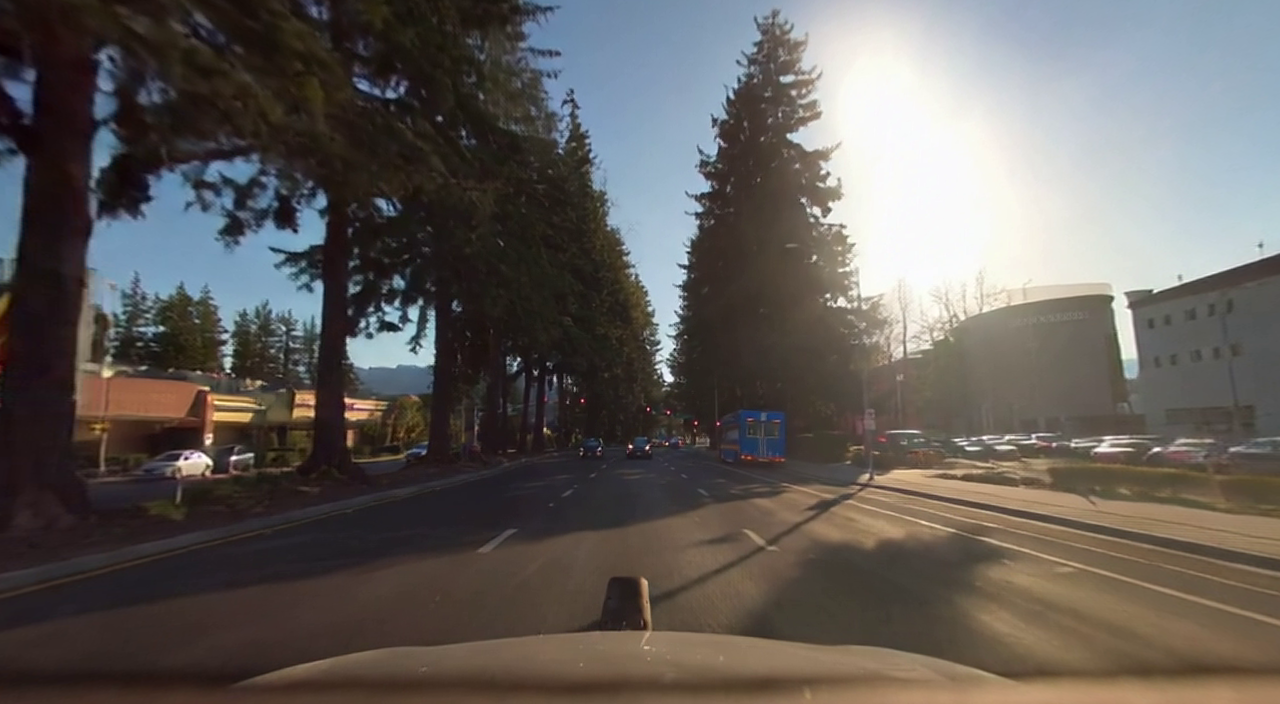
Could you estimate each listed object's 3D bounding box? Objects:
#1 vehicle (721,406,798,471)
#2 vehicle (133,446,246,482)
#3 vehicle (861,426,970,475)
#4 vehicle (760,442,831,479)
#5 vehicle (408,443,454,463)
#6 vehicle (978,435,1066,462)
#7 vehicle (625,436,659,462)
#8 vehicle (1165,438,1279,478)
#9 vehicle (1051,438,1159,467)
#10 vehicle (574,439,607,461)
[{"bbox_3d":[6.759,5.123,37.005,2.891,3.361,7.843,0,-9,0],"label":"vehicle"},{"bbox_3d":[-22.796,5.664,32.214,1.936,1.654,4.857,-1,-9,4],"label":"vehicle"},{"bbox_3d":[13.694,4.870,31.222,5.354,2.214,2.504,6,-11,-37],"label":"vehicle"},{"bbox_3d":[6.697,4.724,27.700,1.980,1.473,4.537,0,-9,0],"label":"vehicle"},{"bbox_3d":[-15.592,7.557,47.271,1.836,1.464,4.440,-1,-9,2],"label":"vehicle"},{"bbox_3d":[29.410,7.491,48.752,5.568,1.930,2.081,-5,-10,29],"label":"vehicle"},{"bbox_3d":[0.165,6.717,43.593,2.209,1.718,4.008,-1,-9,1],"label":"vehicle"},{"bbox_3d":[23.947,4.156,24.832,4.744,1.481,1.855,-6,-10,34],"label":"vehicle"},{"bbox_3d":[26.026,5.654,35.501,4.545,1.571,1.769,-5,-10,25],"label":"vehicle"},{"bbox_3d":[-3.540,7.120,45.941,2.008,1.500,4.369,-1,-9,1],"label":"vehicle"}]
